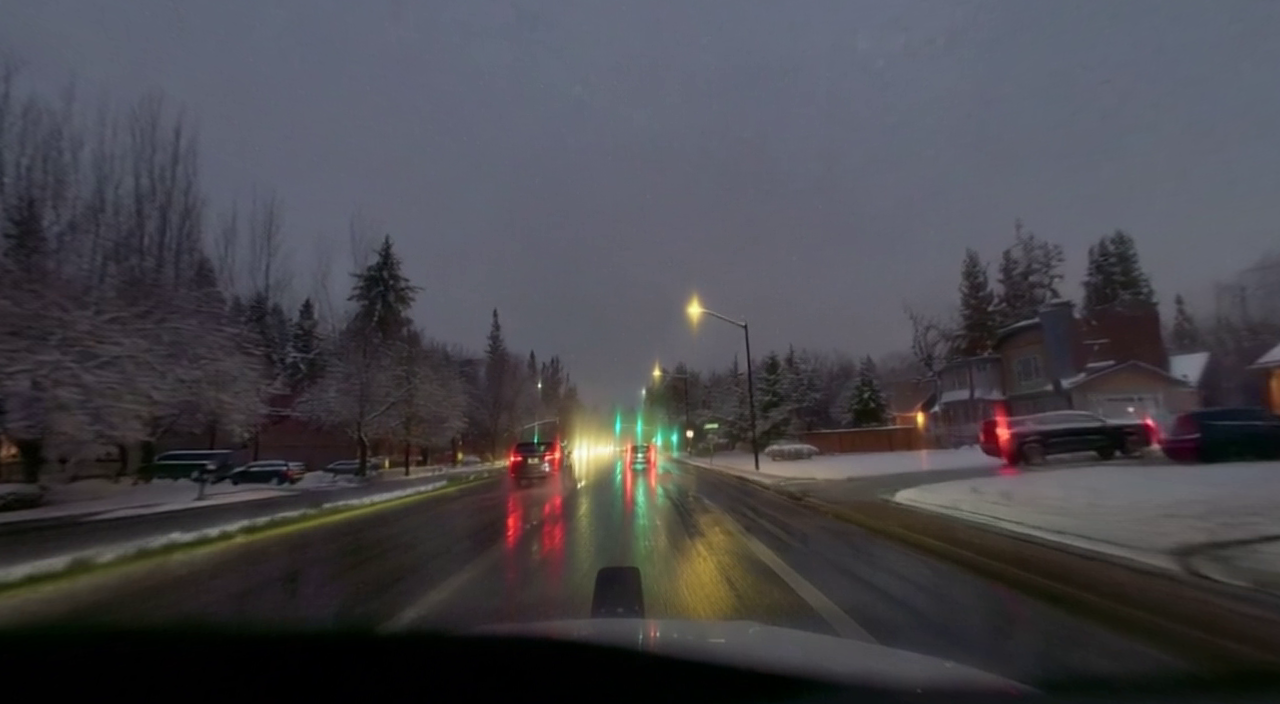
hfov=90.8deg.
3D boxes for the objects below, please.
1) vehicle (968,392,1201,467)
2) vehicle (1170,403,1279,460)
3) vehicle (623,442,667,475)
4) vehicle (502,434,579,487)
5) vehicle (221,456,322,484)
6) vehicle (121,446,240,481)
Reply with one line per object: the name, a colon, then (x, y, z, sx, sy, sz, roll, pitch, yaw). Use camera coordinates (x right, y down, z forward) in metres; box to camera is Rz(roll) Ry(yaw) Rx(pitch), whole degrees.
vehicle: (15.599, 2.767, 22.498, 6.374, 2.098, 2.415, -4, -8, -1)
vehicle: (17.880, 2.196, 17.429, 4.522, 1.495, 2.071, -1, -8, 4)
vehicle: (0.257, 5.265, 31.564, 2.062, 1.518, 3.901, 0, -8, 0)
vehicle: (-3.591, 4.005, 23.725, 2.157, 1.771, 4.452, 0, -8, 0)
vehicle: (-21.933, 7.007, 37.733, 4.792, 1.551, 1.931, 0, -8, -1)
vehicle: (-27.656, 6.708, 38.170, 5.466, 1.963, 2.174, 0, -8, 0)
